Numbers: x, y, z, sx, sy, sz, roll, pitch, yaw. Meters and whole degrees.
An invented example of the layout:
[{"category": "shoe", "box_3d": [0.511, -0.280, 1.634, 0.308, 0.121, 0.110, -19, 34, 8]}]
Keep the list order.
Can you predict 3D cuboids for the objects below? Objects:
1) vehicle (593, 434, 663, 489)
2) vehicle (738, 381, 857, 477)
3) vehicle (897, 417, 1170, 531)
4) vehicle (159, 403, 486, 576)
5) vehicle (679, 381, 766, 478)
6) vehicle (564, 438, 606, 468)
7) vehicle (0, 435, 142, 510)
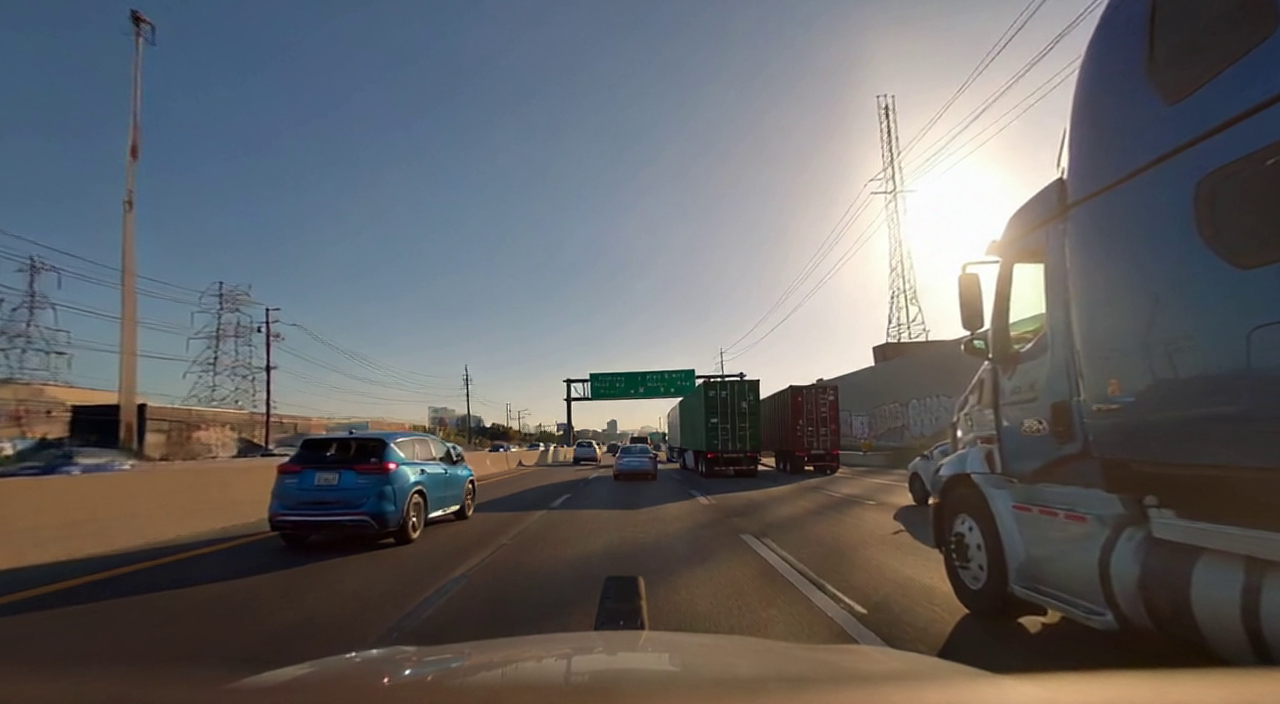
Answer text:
[{"category": "vehicle", "box_3d": [-0.395, 3.753, 21.932, 2.191, 1.685, 4.015, 0, -9, 0]}, {"category": "vehicle", "box_3d": [7.664, 4.212, 33.137, 2.868, 4.017, 12.827, 0, -9, 0]}, {"category": "vehicle", "box_3d": [7.002, 2.223, 12.076, 2.202, 1.731, 4.628, 0, -9, 0]}, {"category": "vehicle", "box_3d": [-3.925, 1.801, 9.046, 2.264, 1.804, 4.584, 0, -9, 0]}, {"category": "vehicle", "box_3d": [3.840, 4.220, 33.062, 2.800, 4.039, 13.179, 0, -9, 0]}, {"category": "vehicle", "box_3d": [-3.506, 6.571, 41.233, 2.243, 1.820, 4.473, 0, -9, 1]}, {"category": "vehicle", "box_3d": [-14.789, 2.834, 15.140, 2.098, 1.584, 4.414, 0, -9, 0]}]
